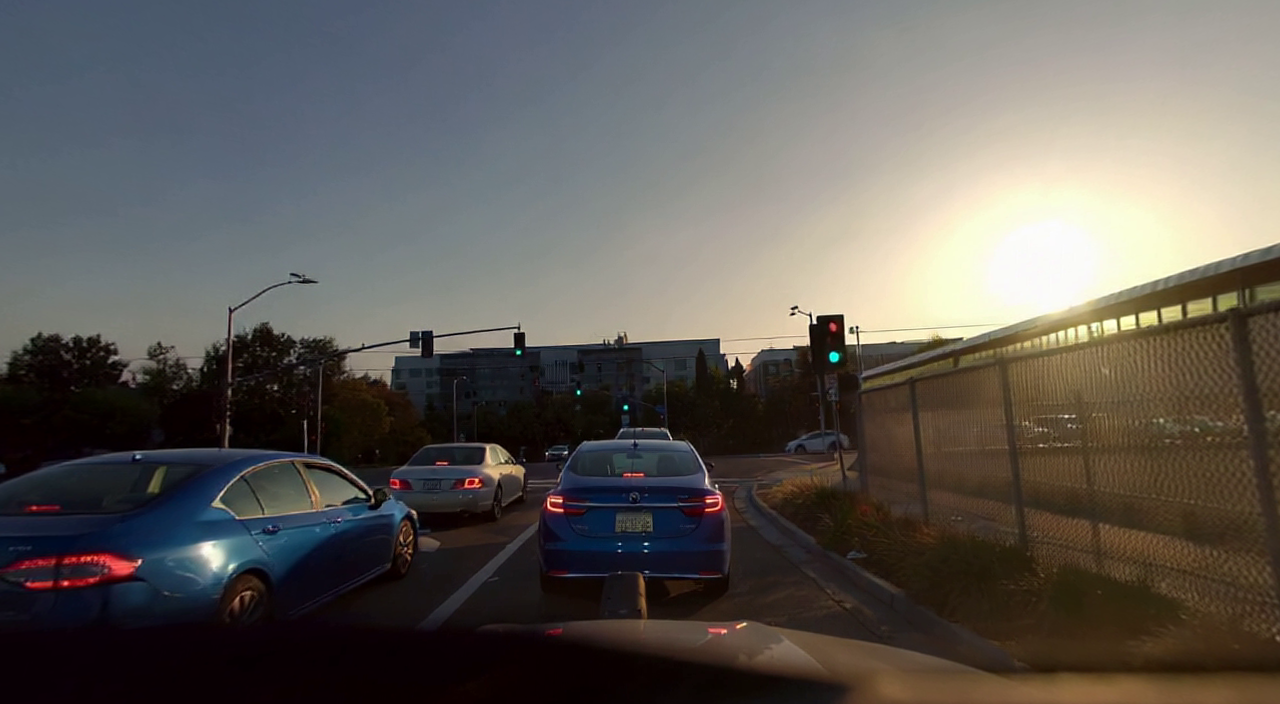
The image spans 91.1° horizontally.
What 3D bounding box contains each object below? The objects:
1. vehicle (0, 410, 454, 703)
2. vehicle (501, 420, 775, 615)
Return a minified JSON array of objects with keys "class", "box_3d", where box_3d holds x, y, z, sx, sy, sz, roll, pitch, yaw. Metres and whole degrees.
[{"class":"vehicle","box_3d":[-3.203,1.335,4.954,1.971,1.488,4.581,0,-9,1]},{"class":"vehicle","box_3d":[-0.014,1.603,7.019,2.144,1.514,4.063,0,-9,0]}]
